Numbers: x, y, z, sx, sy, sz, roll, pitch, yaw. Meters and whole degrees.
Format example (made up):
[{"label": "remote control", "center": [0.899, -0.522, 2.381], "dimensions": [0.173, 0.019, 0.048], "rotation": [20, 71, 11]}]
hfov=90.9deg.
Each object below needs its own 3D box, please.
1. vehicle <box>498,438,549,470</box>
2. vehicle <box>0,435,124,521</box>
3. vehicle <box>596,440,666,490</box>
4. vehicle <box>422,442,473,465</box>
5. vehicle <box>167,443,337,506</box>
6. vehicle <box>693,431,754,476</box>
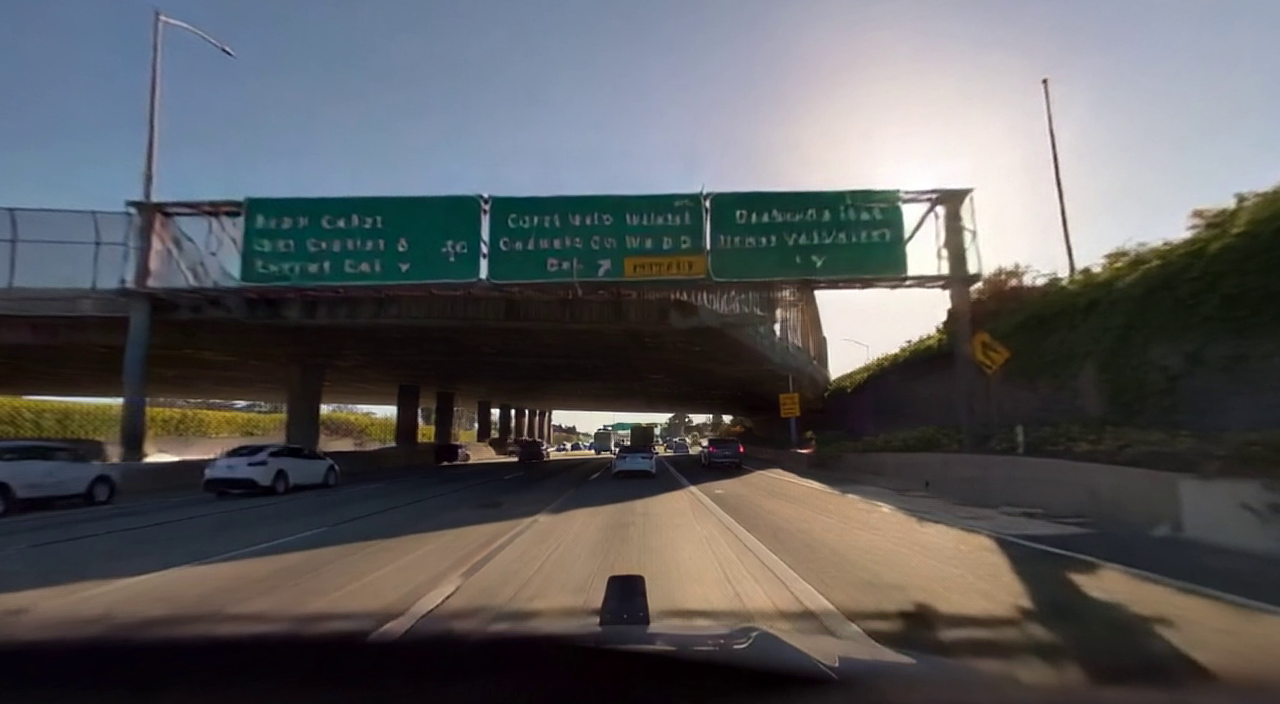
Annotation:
[{"label": "vehicle", "center": [-6.596, 5.824, 36.135], "dimensions": [2.060, 1.669, 4.242], "rotation": [0, -9, 1]}, {"label": "vehicle", "center": [-13.830, 2.626, 13.305], "dimensions": [2.045, 1.712, 4.457], "rotation": [0, -9, 1]}, {"label": "vehicle", "center": [-0.241, 3.638, 20.721], "dimensions": [2.042, 1.446, 4.269], "rotation": [0, -9, 1]}, {"label": "vehicle", "center": [-14.002, 7.399, 46.133], "dimensions": [2.055, 1.628, 4.898], "rotation": [0, -9, 1]}, {"label": "vehicle", "center": [-10.519, 3.311, 17.575], "dimensions": [1.961, 1.510, 4.260], "rotation": [0, -9, 1]}, {"label": "vehicle", "center": [3.517, 4.360, 27.310], "dimensions": [2.001, 1.771, 4.250], "rotation": [0, -9, -1]}]
